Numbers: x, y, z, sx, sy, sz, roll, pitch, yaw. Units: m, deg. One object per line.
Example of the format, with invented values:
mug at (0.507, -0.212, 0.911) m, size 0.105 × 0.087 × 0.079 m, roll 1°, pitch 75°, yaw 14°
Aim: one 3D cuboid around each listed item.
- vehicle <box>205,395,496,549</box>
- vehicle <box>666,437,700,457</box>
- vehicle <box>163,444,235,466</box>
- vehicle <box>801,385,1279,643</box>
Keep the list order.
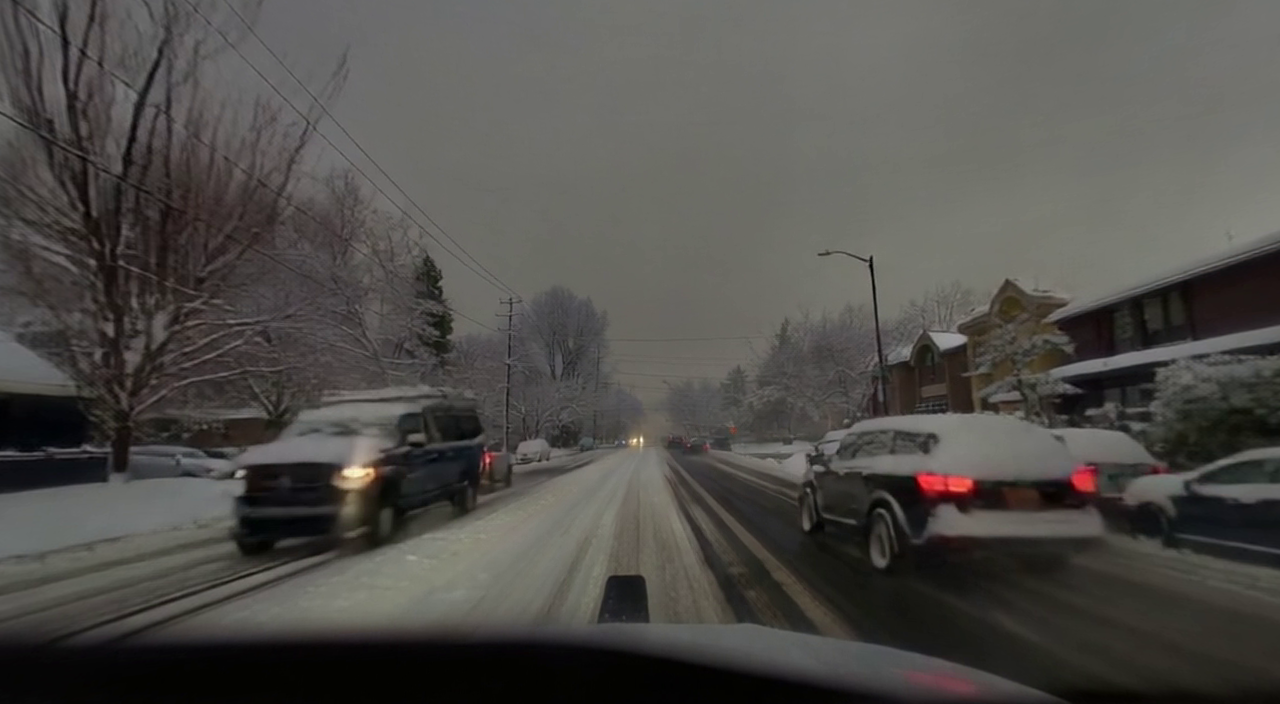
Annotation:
vehicle at (-4.628, 2.060, 11.560) m, size 2.435 × 2.069 × 5.772 m, roll -1°, pitch -8°, yaw 2°
vehicle at (3.204, 7.229, 48.038) m, size 2.059 × 1.489 × 4.629 m, roll 0°, pitch -8°, yaw -2°
vehicle at (-31.719, 7.422, 45.513) m, size 1.746 × 1.479 × 4.603 m, roll 0°, pitch -9°, yaw 2°
vehicle at (3.300, 1.411, 6.566) m, size 2.004 × 1.704 × 4.573 m, roll 0°, pitch -8°, yaw 0°
